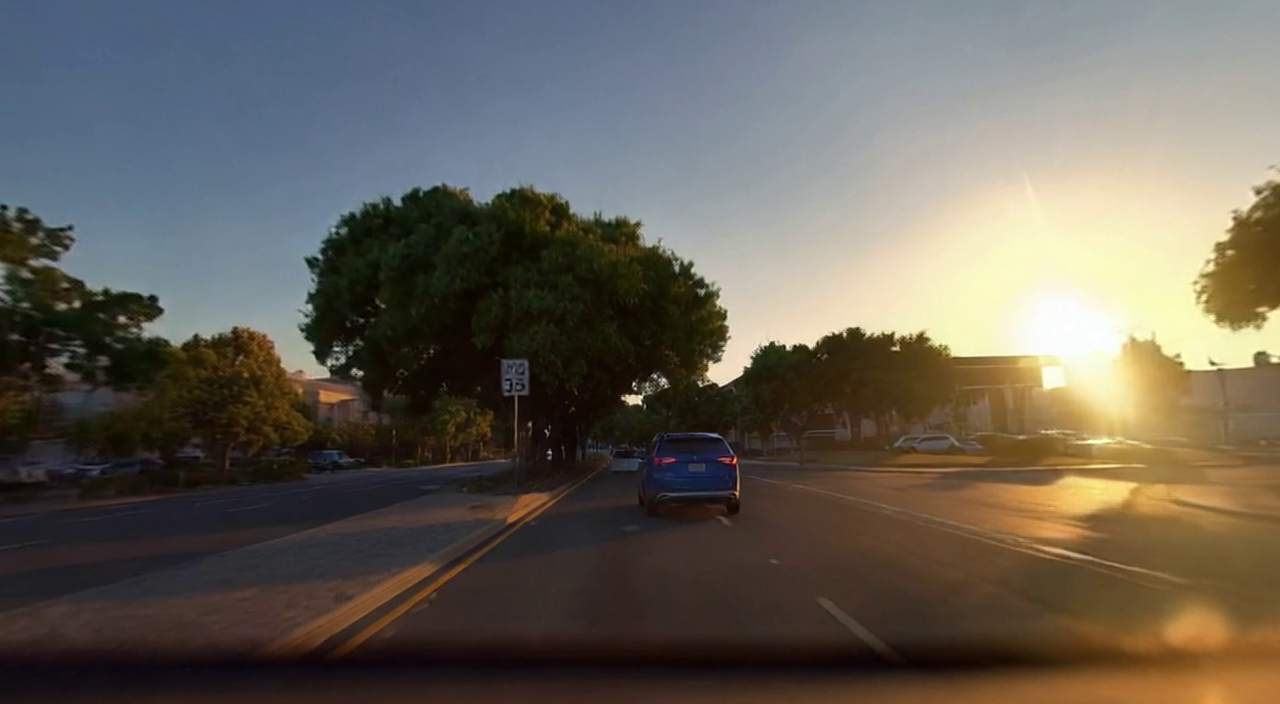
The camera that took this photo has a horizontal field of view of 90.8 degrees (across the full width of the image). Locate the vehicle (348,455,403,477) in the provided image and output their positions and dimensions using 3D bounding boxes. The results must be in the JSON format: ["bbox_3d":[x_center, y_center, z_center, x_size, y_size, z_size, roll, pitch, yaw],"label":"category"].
[{"bbox_3d":[-19.577,8.442,46.992,1.848,1.460,4.641,-1,-8,4],"label":"vehicle"}]

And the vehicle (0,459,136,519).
[{"bbox_3d":[-19.731,4.476,21.084,1.929,1.646,4.716,0,-8,0],"label":"vehicle"}]

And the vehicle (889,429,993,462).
[{"bbox_3d":[20.393,6.374,42.928,5.820,1.968,2.301,-1,-9,-2],"label":"vehicle"}]

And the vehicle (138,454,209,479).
[{"bbox_3d":[-34.310,8.411,46.603,1.926,1.722,4.264,0,-8,1],"label":"vehicle"}]

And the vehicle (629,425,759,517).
[{"bbox_3d":[0.964,2.535,13.953,2.239,1.693,4.301,0,-8,-4],"label":"vehicle"}]

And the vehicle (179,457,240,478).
[{"bbox_3d":[-31.485,8.445,46.353,1.765,1.417,3.827,0,-8,0],"label":"vehicle"}]

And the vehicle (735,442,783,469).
[{"bbox_3d":[6.971,6.094,37.444,1.930,1.457,4.267,0,-8,-2],"label":"vehicle"}]
